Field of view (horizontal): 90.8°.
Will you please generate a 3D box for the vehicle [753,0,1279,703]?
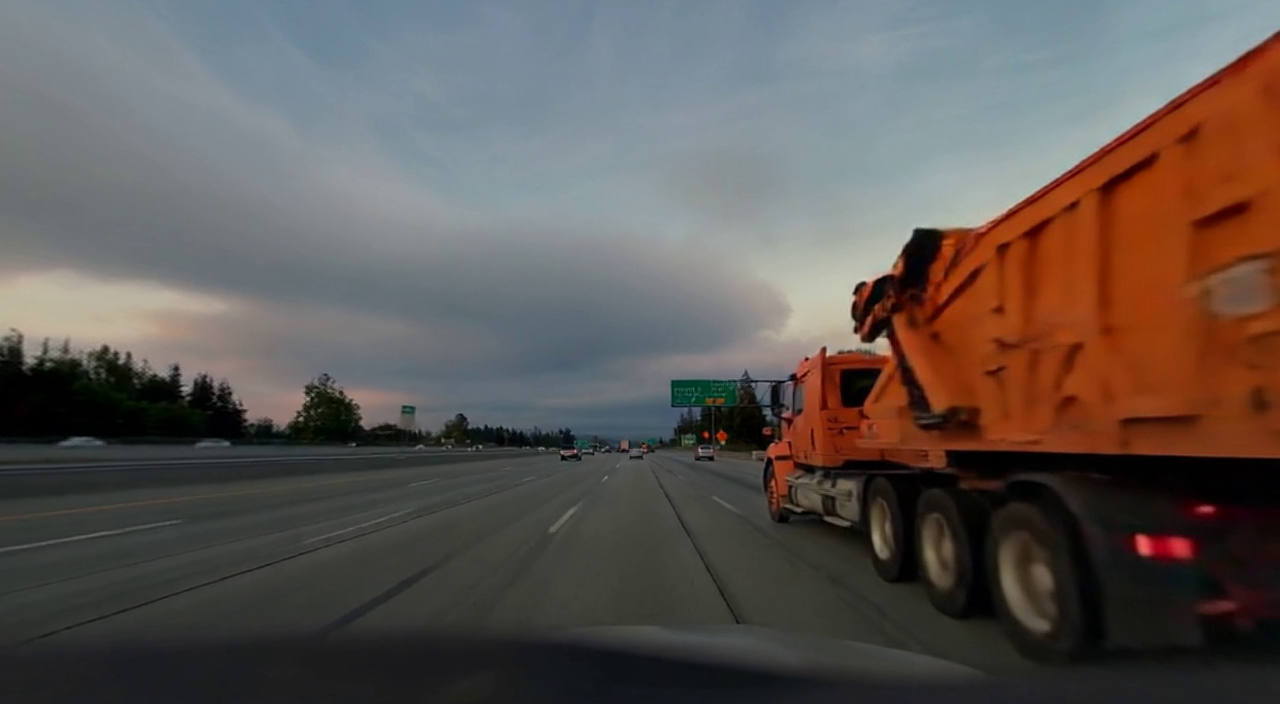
[{"bbox_3d":[3.721,0.626,6.864,2.966,3.586,10.563,0,-9,0],"label":"vehicle"}]
